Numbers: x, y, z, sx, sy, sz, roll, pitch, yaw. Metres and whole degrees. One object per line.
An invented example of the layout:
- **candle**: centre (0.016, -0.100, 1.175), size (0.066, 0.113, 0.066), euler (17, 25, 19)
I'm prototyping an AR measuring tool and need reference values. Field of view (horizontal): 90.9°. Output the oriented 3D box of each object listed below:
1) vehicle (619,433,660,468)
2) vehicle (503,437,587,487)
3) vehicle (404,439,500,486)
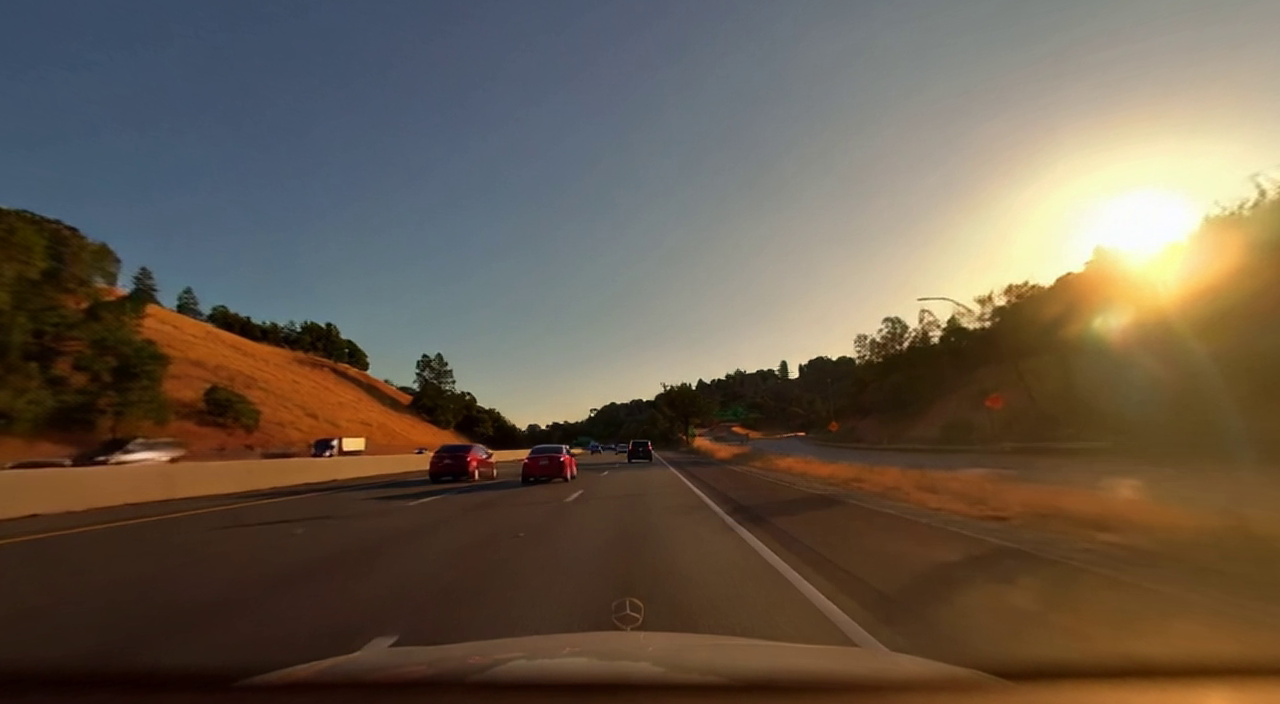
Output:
- **vehicle**: centre (-0.018, 6.003, 38.574), size (2.309, 1.915, 5.130), euler (-1, -8, 1)
- **vehicle**: centre (-3.278, 3.924, 22.934), size (2.139, 1.589, 5.102), euler (-1, -8, 1)
- **vehicle**: centre (-6.763, 4.011, 23.271), size (2.009, 1.519, 4.697), euler (-1, -8, 1)
